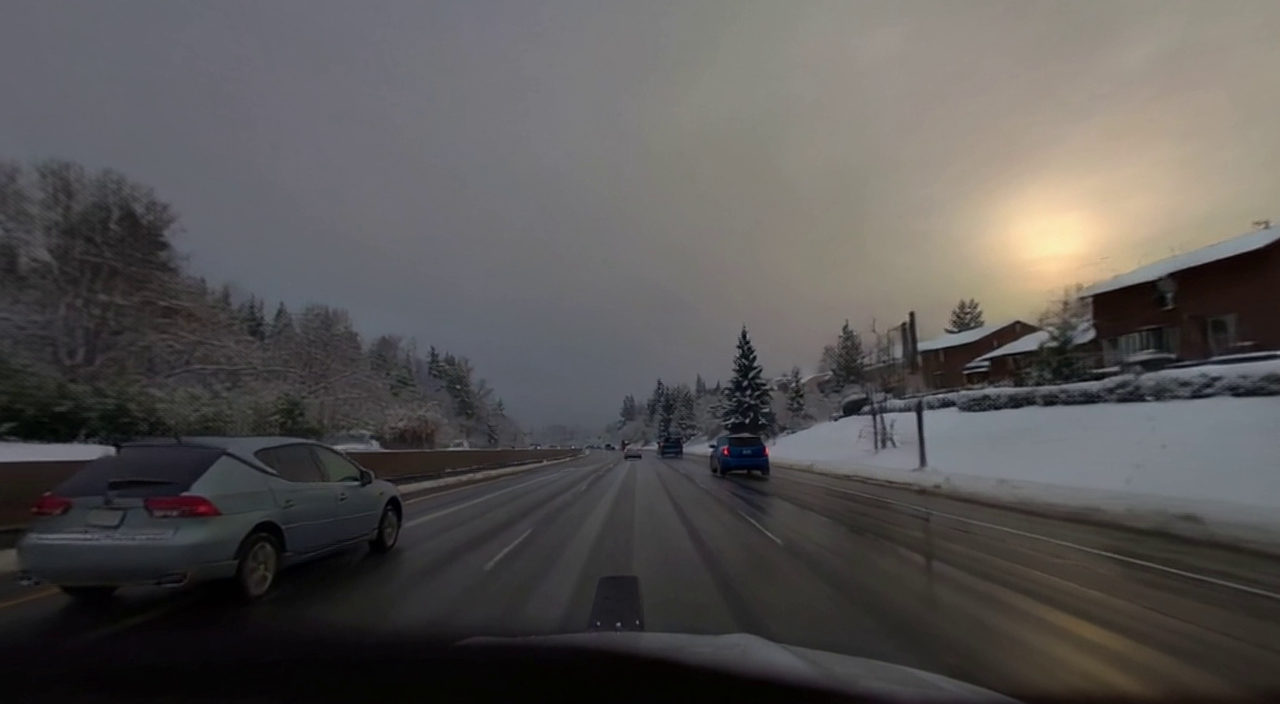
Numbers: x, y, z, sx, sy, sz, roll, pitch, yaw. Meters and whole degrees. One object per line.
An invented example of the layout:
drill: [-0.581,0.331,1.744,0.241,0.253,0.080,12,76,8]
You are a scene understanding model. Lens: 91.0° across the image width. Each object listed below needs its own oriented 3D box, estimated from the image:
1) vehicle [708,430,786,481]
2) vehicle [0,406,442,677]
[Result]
vehicle: [3.810,3.787,23.231,2.092,1.686,4.188,0,-9,-1]
vehicle: [-3.597,1.407,5.852,2.036,1.528,4.400,0,-9,0]
